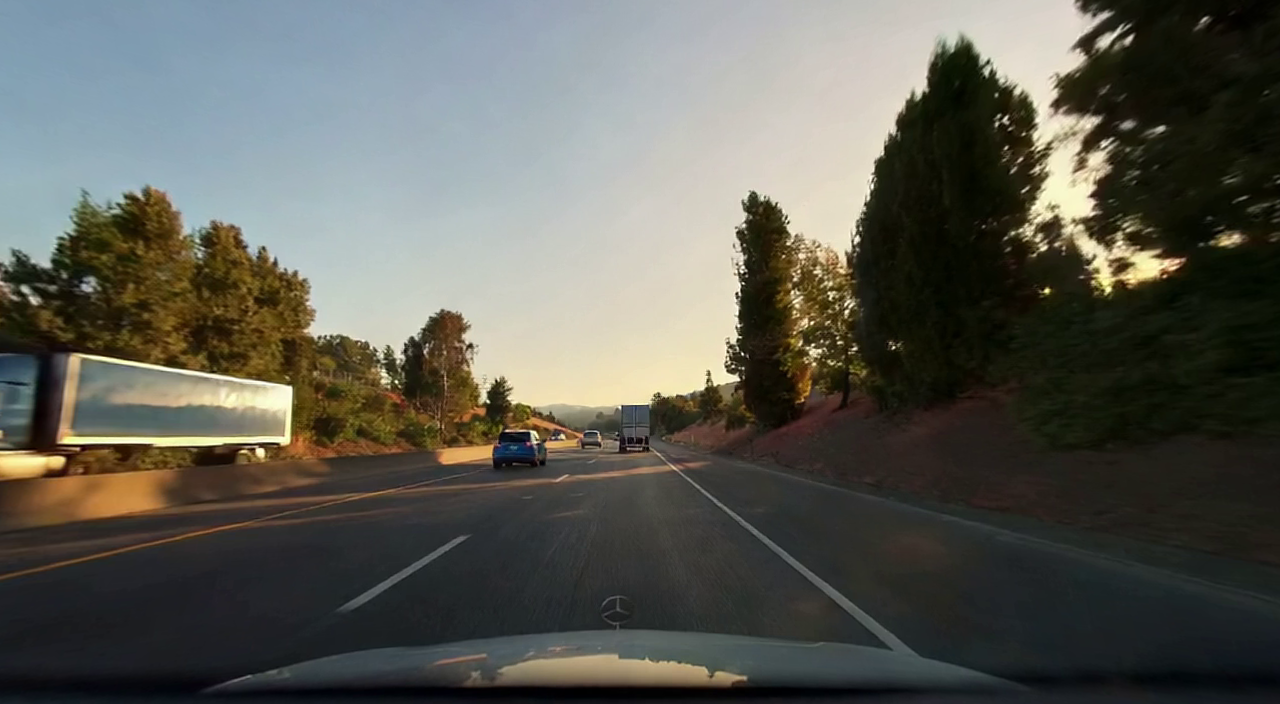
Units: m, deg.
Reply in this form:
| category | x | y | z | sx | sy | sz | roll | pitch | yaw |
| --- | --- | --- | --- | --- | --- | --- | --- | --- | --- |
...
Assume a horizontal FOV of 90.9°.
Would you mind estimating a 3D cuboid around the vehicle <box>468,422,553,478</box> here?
| category | x | y | z | sx | sy | sz | roll | pitch | yaw |
| --- | --- | --- | --- | --- | --- | --- | --- | --- | --- |
| vehicle | -4.372 | 3.376 | 22.012 | 2.049 | 1.726 | 4.291 | 0 | -8 | 0 |

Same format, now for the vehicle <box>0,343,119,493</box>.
| category | x | y | z | sx | sy | sz | roll | pitch | yaw |
| --- | --- | --- | --- | --- | --- | --- | --- | --- | --- |
| vehicle | -17.636 | 1.706 | 16.179 | 3.010 | 3.760 | 6.302 | 0 | -8 | -1 |

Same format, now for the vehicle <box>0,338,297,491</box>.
| category | x | y | z | sx | sy | sz | roll | pitch | yaw |
| --- | --- | --- | --- | --- | --- | --- | --- | --- | --- |
| vehicle | -17.743 | 2.506 | 22.871 | 2.868 | 3.862 | 14.031 | 0 | -8 | -1 |

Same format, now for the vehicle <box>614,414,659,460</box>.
| category | x | y | z | sx | sy | sz | roll | pitch | yaw |
| --- | --- | --- | --- | --- | --- | --- | --- | --- | --- |
| vehicle | -0.260 | 5.073 | 37.739 | 2.526 | 2.531 | 5.026 | 0 | -8 | -1 |
